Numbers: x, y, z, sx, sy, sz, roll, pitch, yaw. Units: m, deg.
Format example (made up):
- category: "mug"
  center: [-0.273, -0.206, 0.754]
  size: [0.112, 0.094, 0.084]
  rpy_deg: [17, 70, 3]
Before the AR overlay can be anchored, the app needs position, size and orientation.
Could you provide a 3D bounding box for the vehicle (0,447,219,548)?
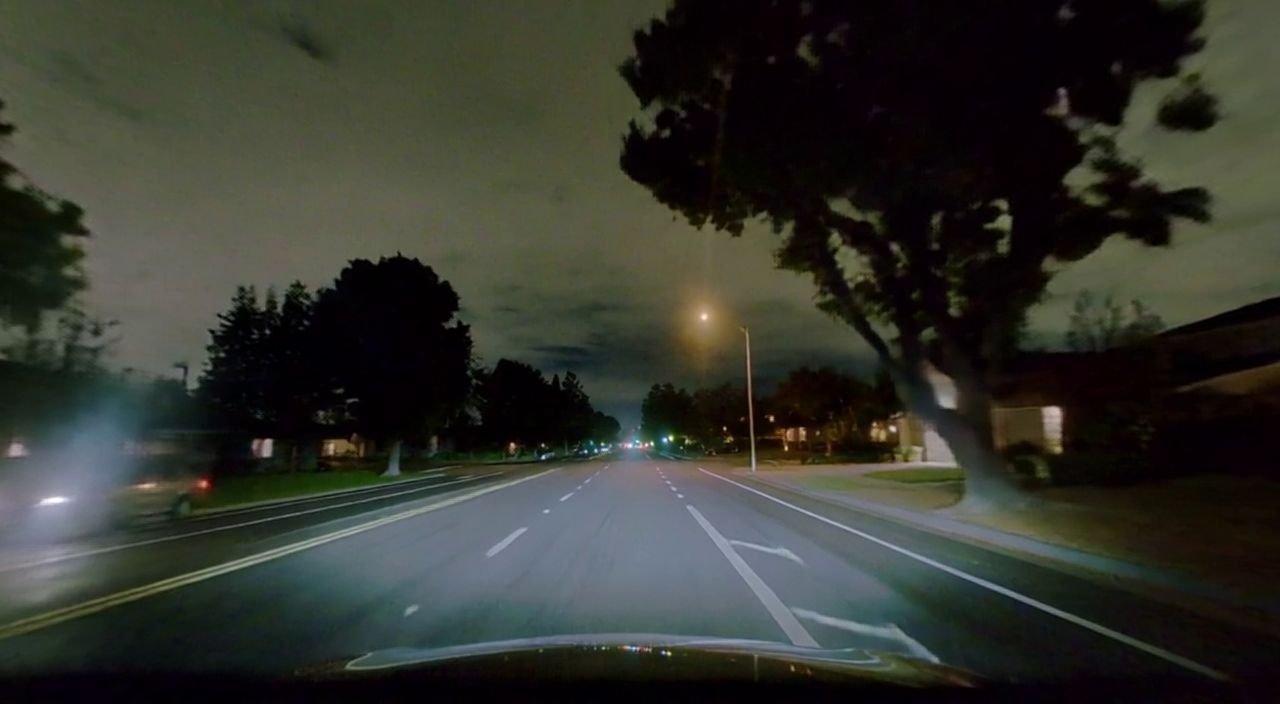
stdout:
- category: "vehicle"
  center: [-11.482, 2.943, 13.306]
  size: [2.047, 1.710, 4.473]
  rpy_deg: [-3, -9, 2]
